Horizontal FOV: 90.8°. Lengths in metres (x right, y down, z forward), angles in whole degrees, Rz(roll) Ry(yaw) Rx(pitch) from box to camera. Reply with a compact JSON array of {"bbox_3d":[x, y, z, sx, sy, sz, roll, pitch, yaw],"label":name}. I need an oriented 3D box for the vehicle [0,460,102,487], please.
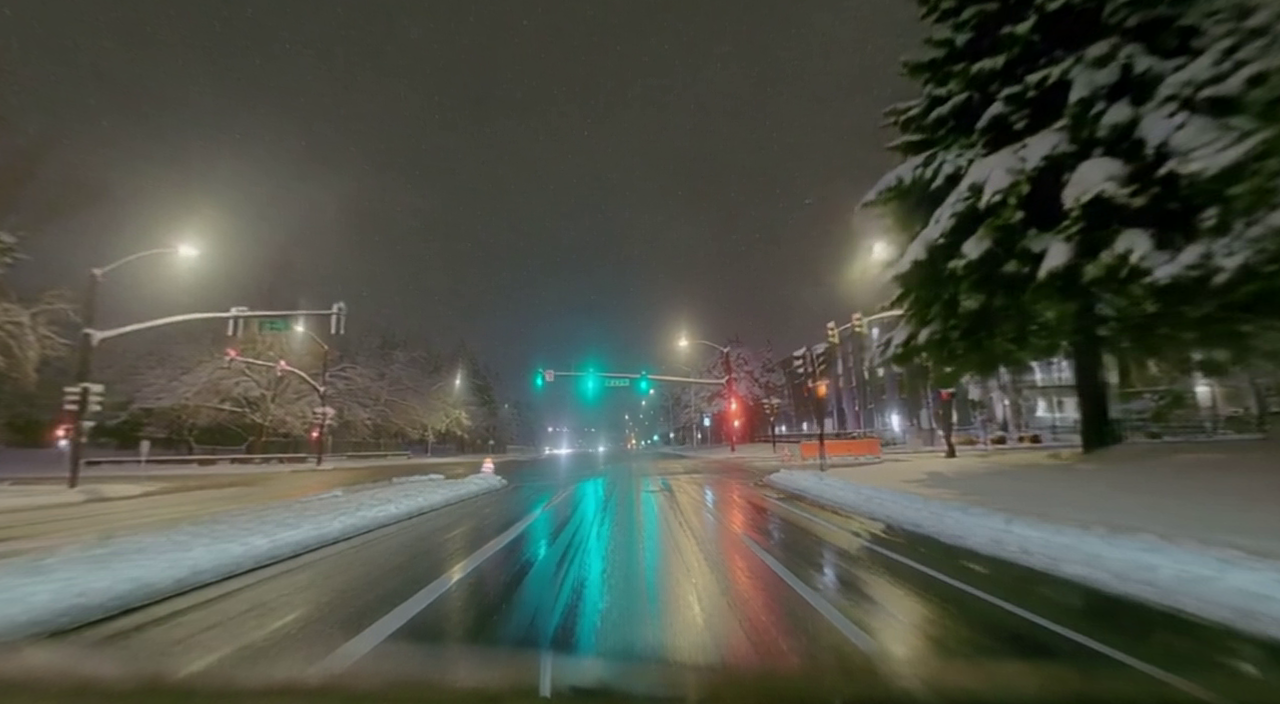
[{"bbox_3d":[-37.562,7.704,40.252,4.530,1.540,2.057,0,-8,-2],"label":"vehicle"}]
